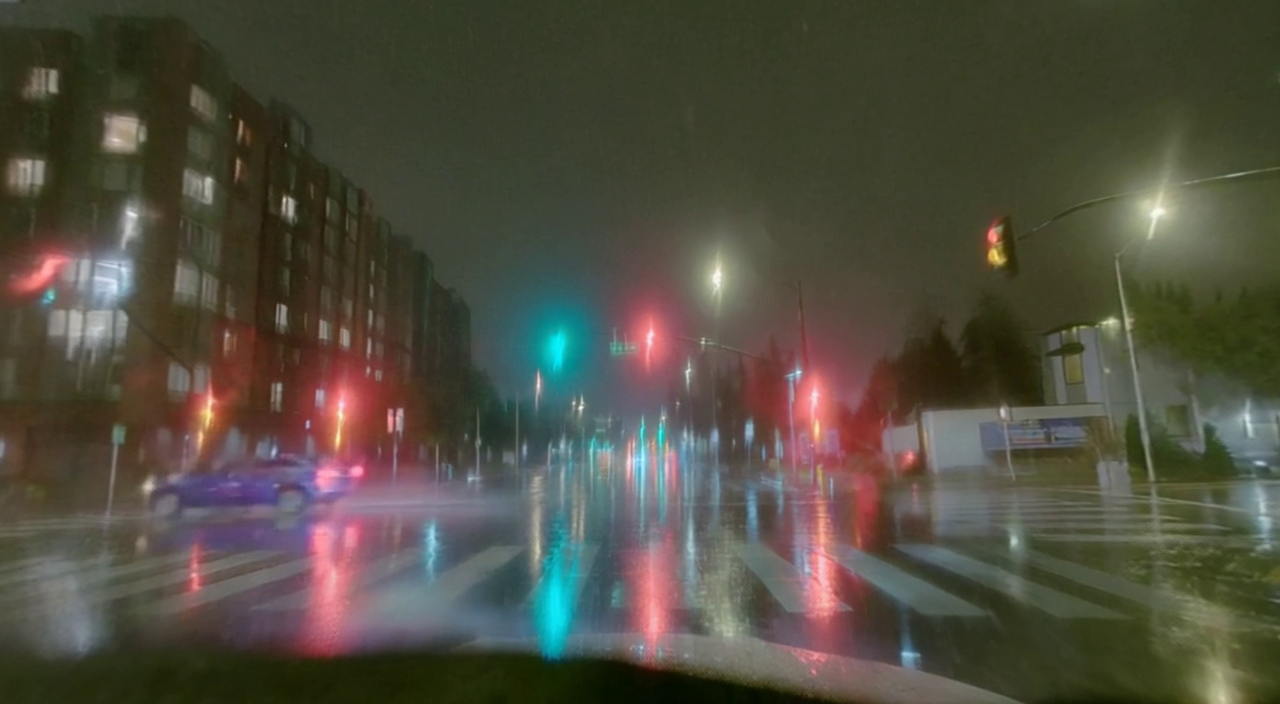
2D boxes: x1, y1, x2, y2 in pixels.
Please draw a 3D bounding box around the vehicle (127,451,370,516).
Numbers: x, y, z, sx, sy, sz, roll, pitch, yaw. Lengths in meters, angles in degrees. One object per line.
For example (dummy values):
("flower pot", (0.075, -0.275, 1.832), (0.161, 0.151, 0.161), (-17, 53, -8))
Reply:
("vehicle", (-9.699, 3.271, 15.925), (4.847, 1.484, 1.926), (0, -8, 1))
